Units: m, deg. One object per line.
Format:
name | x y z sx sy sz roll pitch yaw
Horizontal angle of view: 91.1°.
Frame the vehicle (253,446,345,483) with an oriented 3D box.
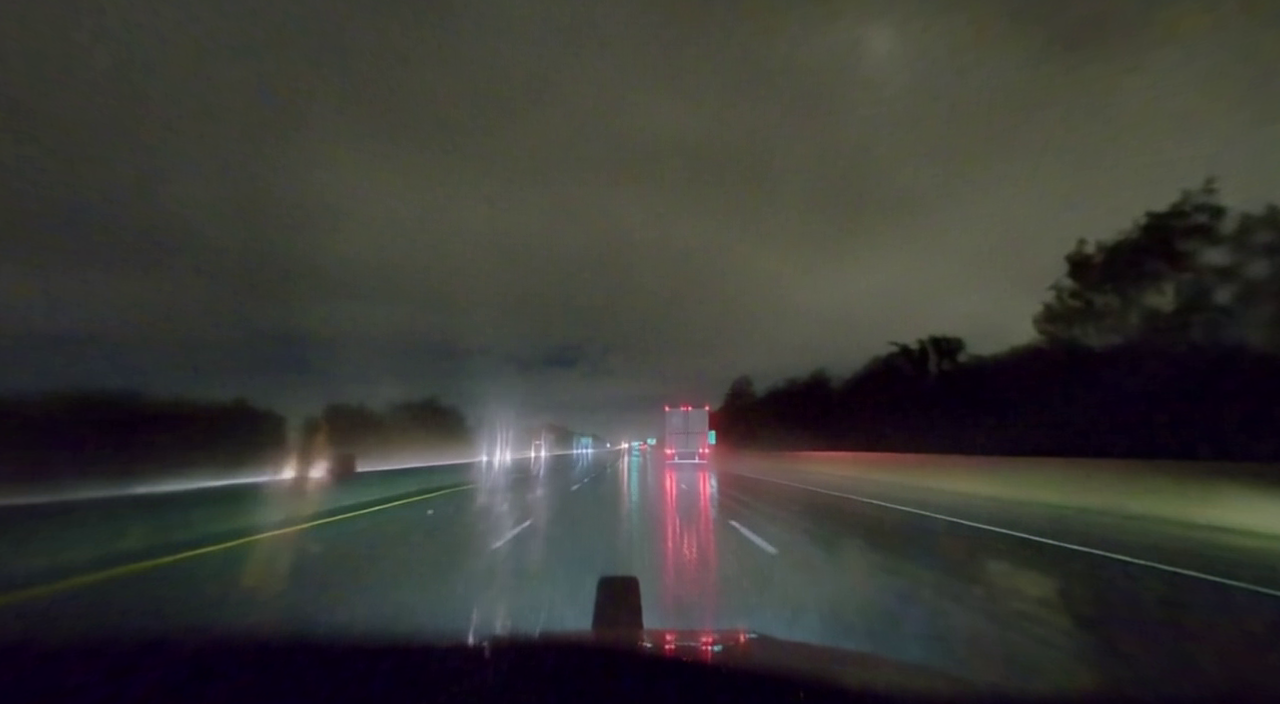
vehicle | -15.575 5.133 28.989 1.870 1.543 4.152 0 -9 0
